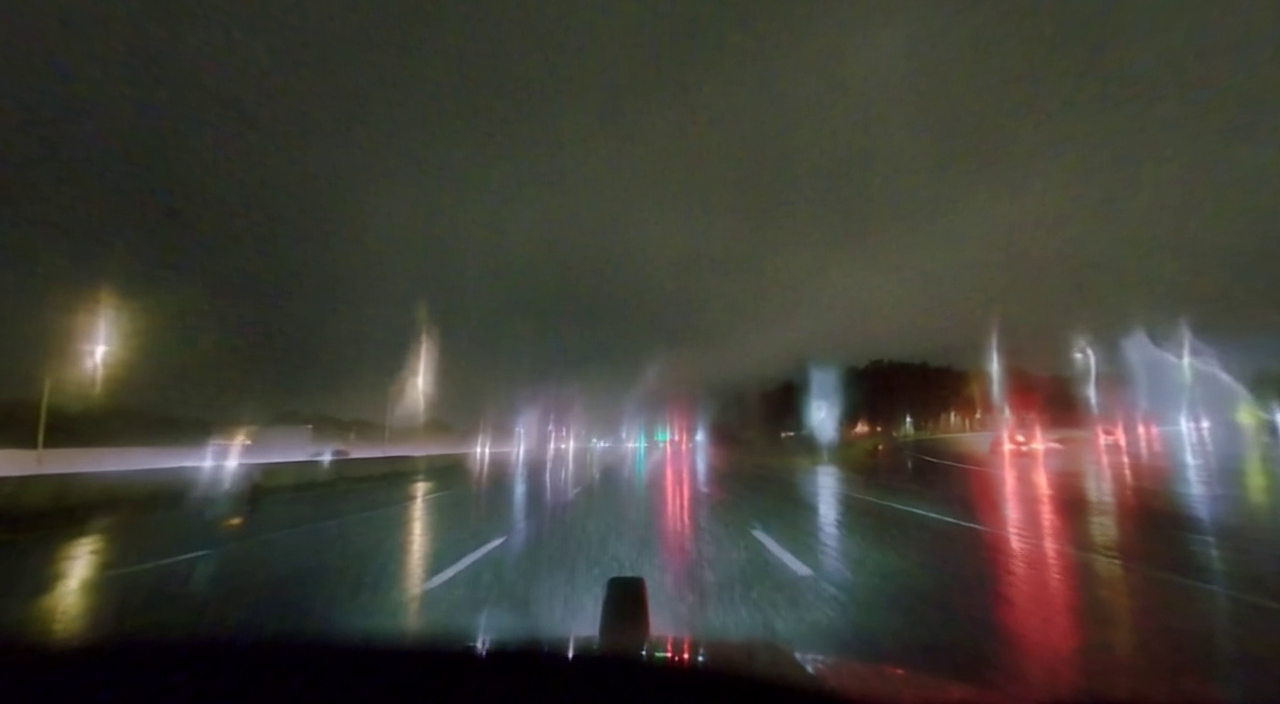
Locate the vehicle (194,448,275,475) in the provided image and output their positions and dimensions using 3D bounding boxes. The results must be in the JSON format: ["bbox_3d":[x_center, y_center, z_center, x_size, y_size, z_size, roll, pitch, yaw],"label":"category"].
[{"bbox_3d":[-25.319,6.816,39.526,1.911,1.546,4.648,0,-8,1],"label":"vehicle"}]

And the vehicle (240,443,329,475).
[{"bbox_3d":[-18.245,5.474,32.601,1.898,1.498,4.536,0,-8,1],"label":"vehicle"}]

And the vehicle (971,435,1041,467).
[{"bbox_3d":[20.249,5.496,35.112,2.039,1.658,4.457,-2,-9,12],"label":"vehicle"}]
